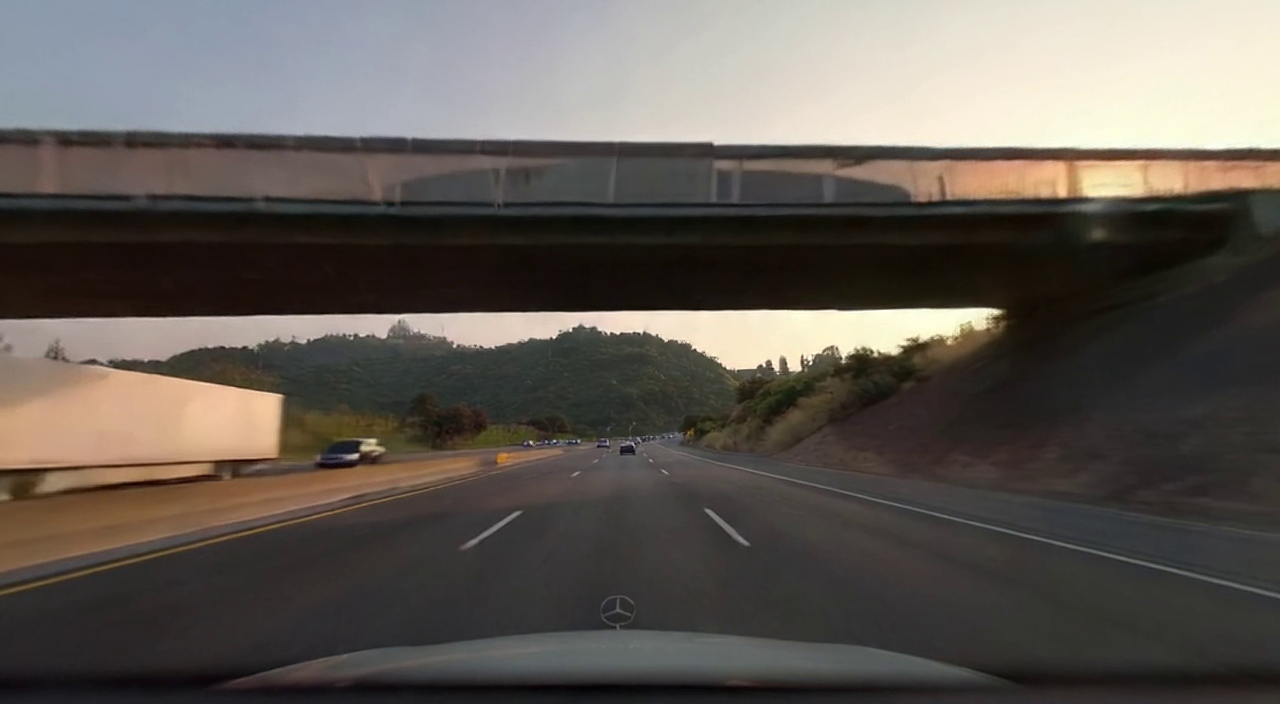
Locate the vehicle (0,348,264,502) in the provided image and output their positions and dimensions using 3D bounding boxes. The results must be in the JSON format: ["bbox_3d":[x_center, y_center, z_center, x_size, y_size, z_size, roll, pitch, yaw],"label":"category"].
[{"bbox_3d":[-16.508,2.159,18.082,2.982,3.570,14.255,0,-8,-1],"label":"vehicle"}]

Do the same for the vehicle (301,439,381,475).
[{"bbox_3d":[-12.881,4.511,27.409,1.765,1.408,3.539,0,-8,-1],"label":"vehicle"}]
